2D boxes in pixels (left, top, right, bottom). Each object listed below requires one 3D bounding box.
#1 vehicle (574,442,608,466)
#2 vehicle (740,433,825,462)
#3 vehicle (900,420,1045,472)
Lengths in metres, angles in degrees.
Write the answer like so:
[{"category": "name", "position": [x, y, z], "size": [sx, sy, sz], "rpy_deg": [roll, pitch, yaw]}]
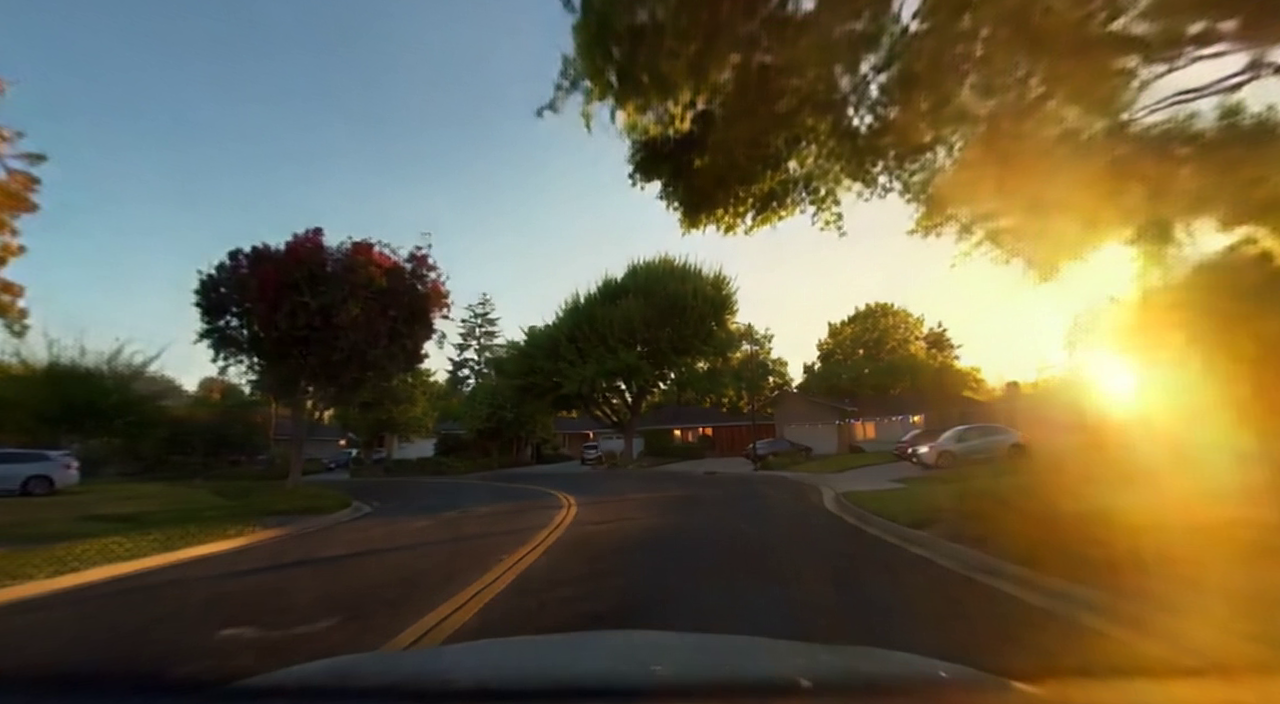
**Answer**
[{"category": "vehicle", "position": [-3.527, 7.383, 46.008], "size": [1.819, 1.442, 4.329], "rpy_deg": [-1, -5, 4]}, {"category": "vehicle", "position": [8.770, 5.860, 38.850], "size": [4.799, 1.451, 2.144], "rpy_deg": [1, -8, -29]}, {"category": "vehicle", "position": [12.654, 3.621, 24.286], "size": [4.327, 1.573, 1.967], "rpy_deg": [-5, -9, 2]}]
